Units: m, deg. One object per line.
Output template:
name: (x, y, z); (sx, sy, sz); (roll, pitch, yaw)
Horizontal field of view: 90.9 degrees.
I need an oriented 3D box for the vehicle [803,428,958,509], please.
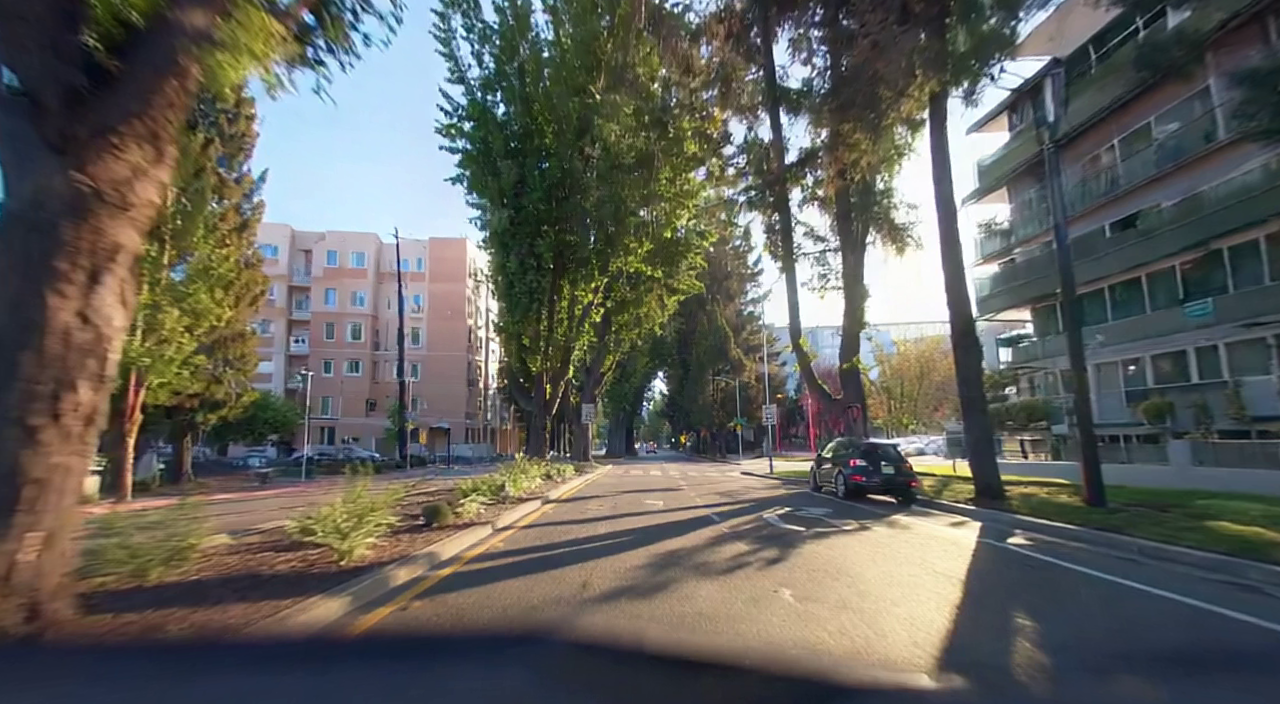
vehicle: (6.156, 3.032, 17.024); (2.104, 1.826, 5.301); (0, -8, 0)
